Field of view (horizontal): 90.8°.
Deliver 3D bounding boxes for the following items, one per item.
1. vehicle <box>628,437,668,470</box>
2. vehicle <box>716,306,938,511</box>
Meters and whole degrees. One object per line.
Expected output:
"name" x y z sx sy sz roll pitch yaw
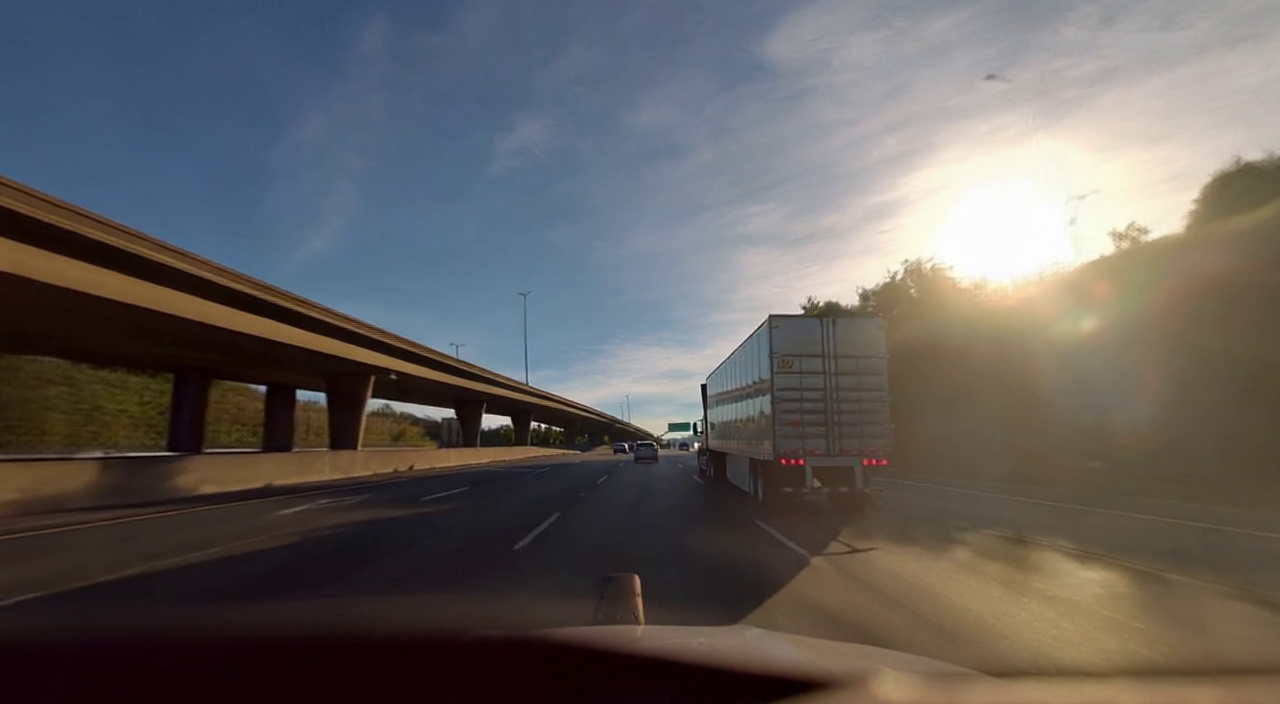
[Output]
"vehicle" 0.447 5.691 35.481 2.077 1.716 4.514 0 -9 1
"vehicle" 4.280 1.818 17.573 2.964 4.063 10.072 0 -9 0
